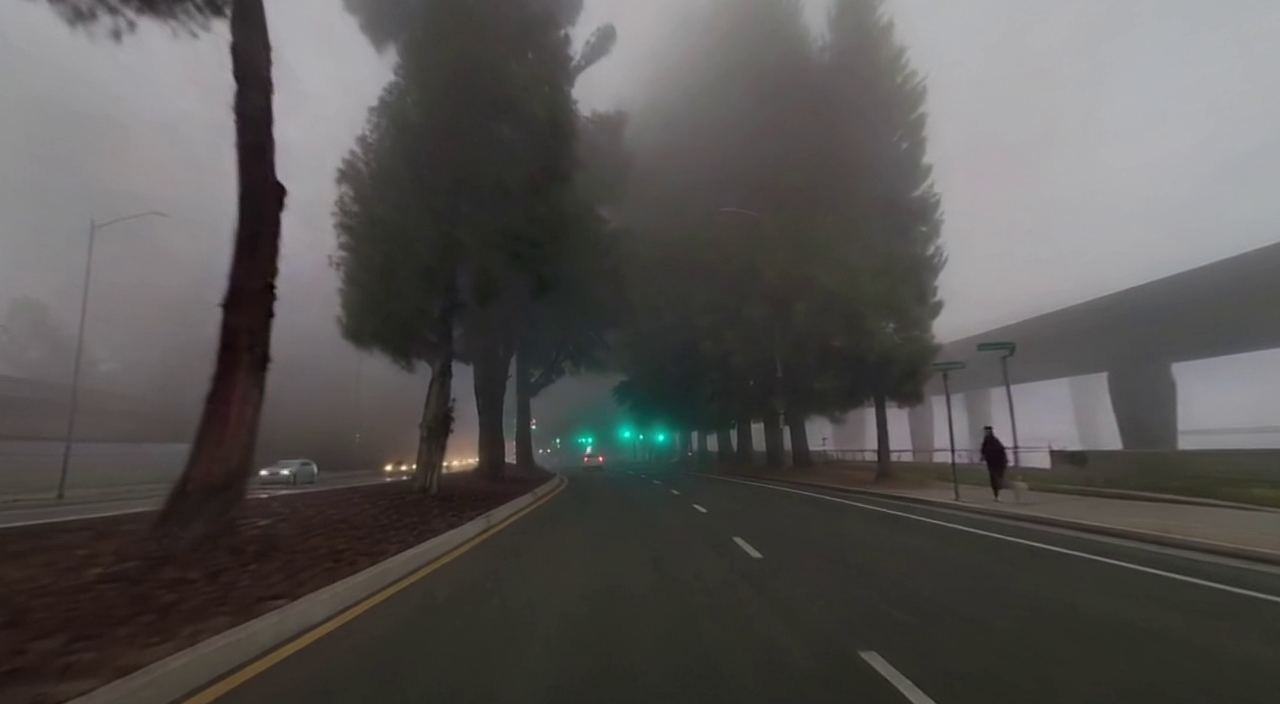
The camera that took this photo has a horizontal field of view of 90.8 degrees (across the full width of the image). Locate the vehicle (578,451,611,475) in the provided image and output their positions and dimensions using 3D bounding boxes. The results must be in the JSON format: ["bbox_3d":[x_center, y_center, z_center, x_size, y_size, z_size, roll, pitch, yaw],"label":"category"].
[{"bbox_3d":[-3.559,8.551,48.713,2.184,1.713,4.231,1,-9,-8],"label":"vehicle"}]
